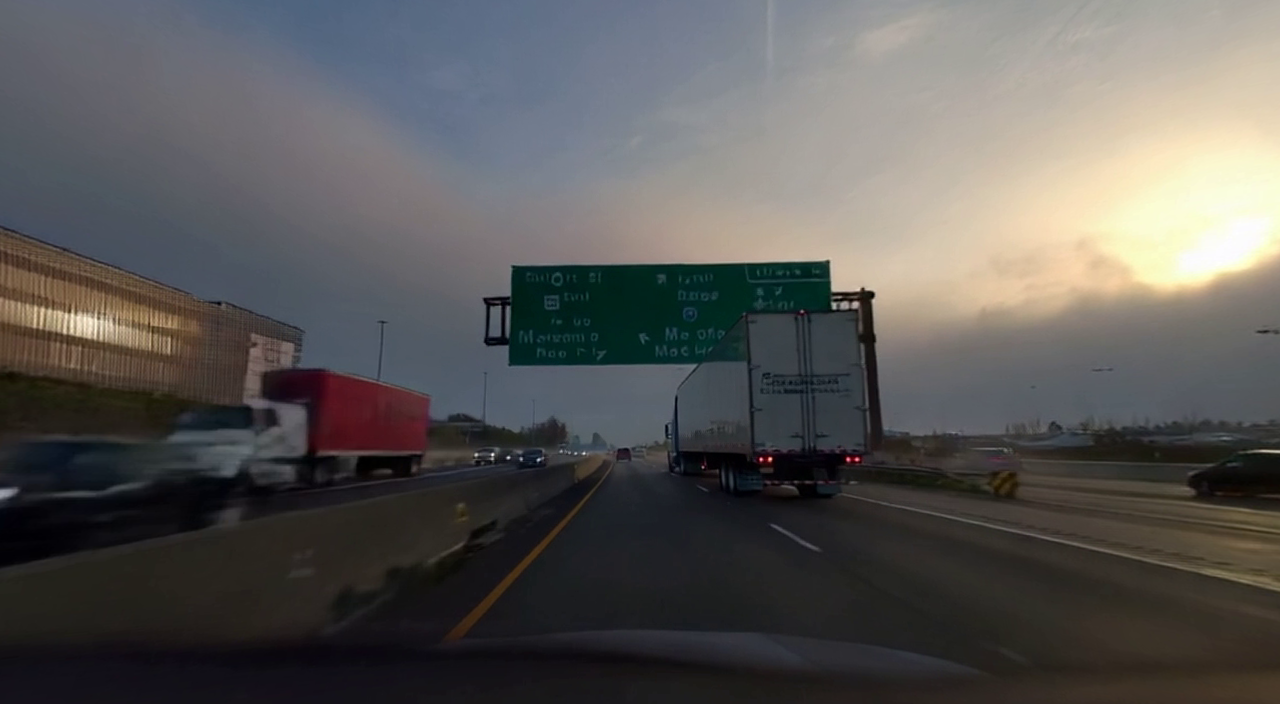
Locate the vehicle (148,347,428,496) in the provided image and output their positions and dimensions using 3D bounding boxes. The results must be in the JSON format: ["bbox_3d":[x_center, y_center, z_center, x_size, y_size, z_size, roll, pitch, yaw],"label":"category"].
[{"bbox_3d":[-11.895,2.941,24.044,2.873,4.040,14.050,0,-9,-1],"label":"vehicle"}]

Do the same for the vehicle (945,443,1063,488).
[{"bbox_3d":[14.594,4.551,25.490,2.107,1.648,4.324,0,-9,-1],"label":"vehicle"}]

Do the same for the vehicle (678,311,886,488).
[{"bbox_3d":[3.938,2.494,24.067,3.317,4.314,17.803,0,-9,-2],"label":"vehicle"}]

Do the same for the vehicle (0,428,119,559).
[{"bbox_3d":[-8.403,1.569,6.788,1.977,1.494,4.096,0,-9,0],"label":"vehicle"}]
